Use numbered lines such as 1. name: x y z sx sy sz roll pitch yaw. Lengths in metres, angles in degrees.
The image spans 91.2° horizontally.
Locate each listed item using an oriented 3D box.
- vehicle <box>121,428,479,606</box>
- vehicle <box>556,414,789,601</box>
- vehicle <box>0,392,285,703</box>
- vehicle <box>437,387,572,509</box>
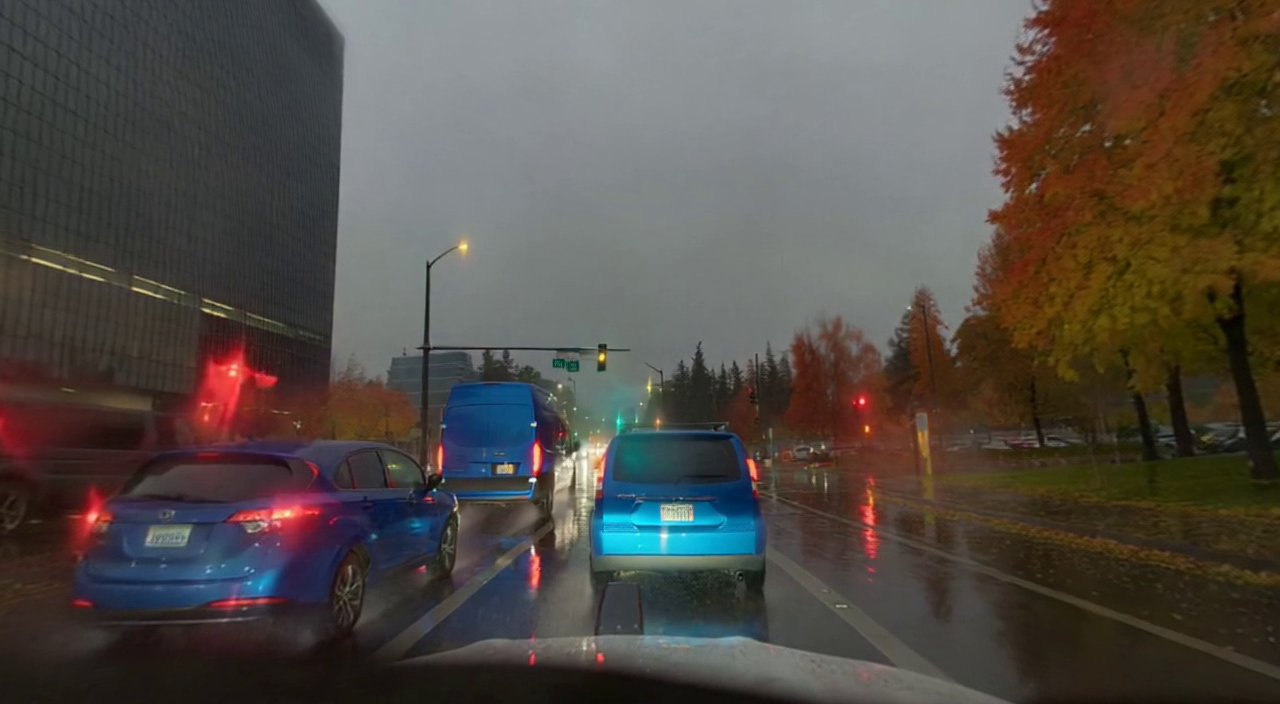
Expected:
1. vehicle: -3.481 1.756 7.566 1.955 1.499 4.223 0 -9 0
2. vehicle: 0.195 1.606 7.224 1.979 1.562 3.630 0 -9 -3
3. vehicle: -2.908 0.820 1.517 1.893 1.491 3.798 0 -9 -1
4. vehicle: -3.265 2.529 16.612 2.343 2.635 5.684 0 -9 0
